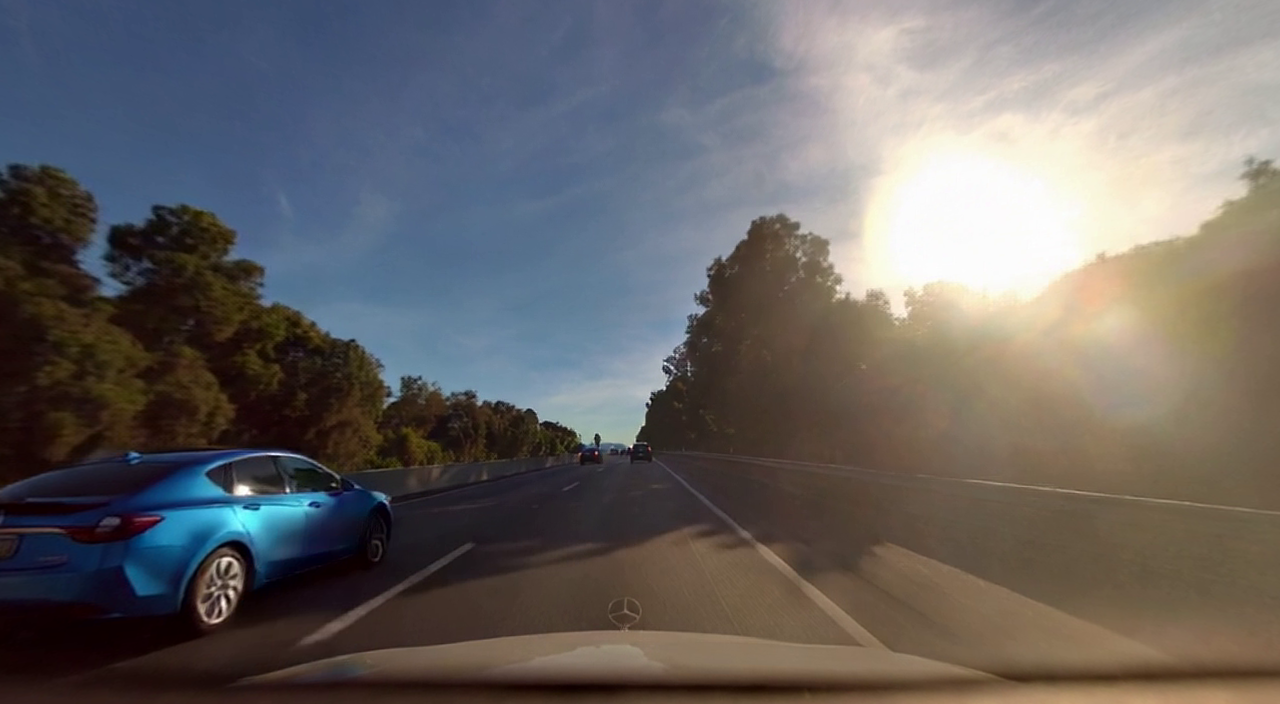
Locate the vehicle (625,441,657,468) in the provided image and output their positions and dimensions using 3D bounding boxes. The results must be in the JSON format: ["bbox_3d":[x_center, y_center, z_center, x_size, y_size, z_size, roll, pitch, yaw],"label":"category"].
[{"bbox_3d":[0.051,7.024,43.193,2.126,1.786,3.958,0,-9,0],"label":"vehicle"}]
